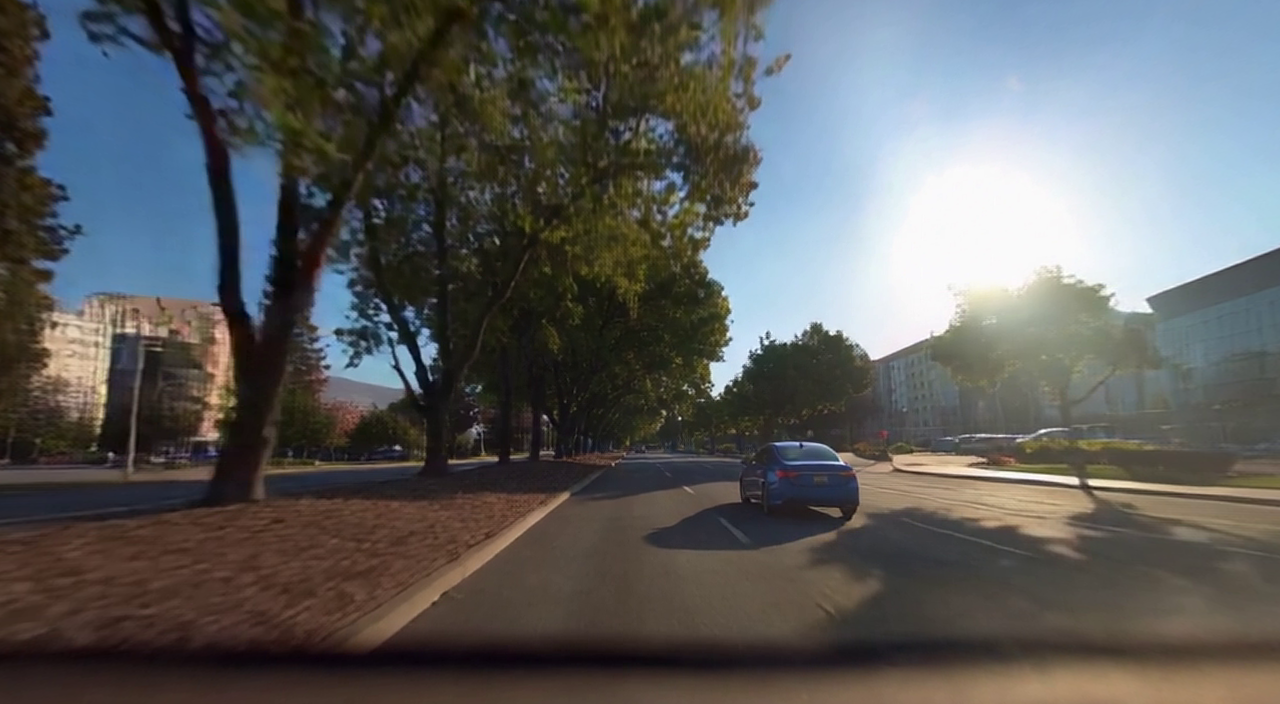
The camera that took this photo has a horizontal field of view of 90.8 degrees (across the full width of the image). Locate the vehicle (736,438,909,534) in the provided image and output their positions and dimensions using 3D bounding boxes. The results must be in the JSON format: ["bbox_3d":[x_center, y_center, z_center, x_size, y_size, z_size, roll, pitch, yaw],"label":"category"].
[{"bbox_3d":[3.169,2.417,12.021,1.950,1.473,4.259,0,-9,-1],"label":"vehicle"}]
